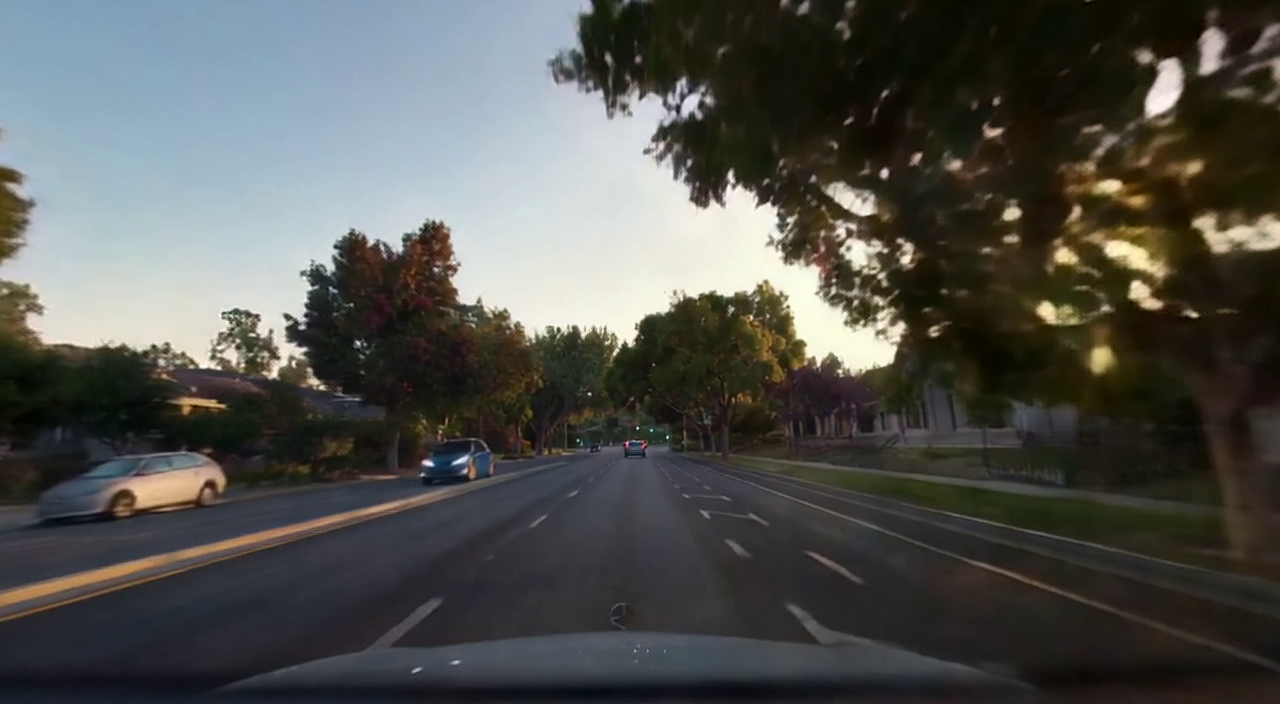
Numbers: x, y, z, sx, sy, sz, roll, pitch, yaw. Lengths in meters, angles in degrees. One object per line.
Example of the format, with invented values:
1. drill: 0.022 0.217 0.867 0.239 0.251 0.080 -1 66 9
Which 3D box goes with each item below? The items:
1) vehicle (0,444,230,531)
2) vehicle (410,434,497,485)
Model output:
1. vehicle: -12.310 3.068 14.996 2.098 1.740 4.449 0 -8 -1
2. vehicle: -7.147 4.150 24.668 2.082 1.789 4.387 0 -8 -1
